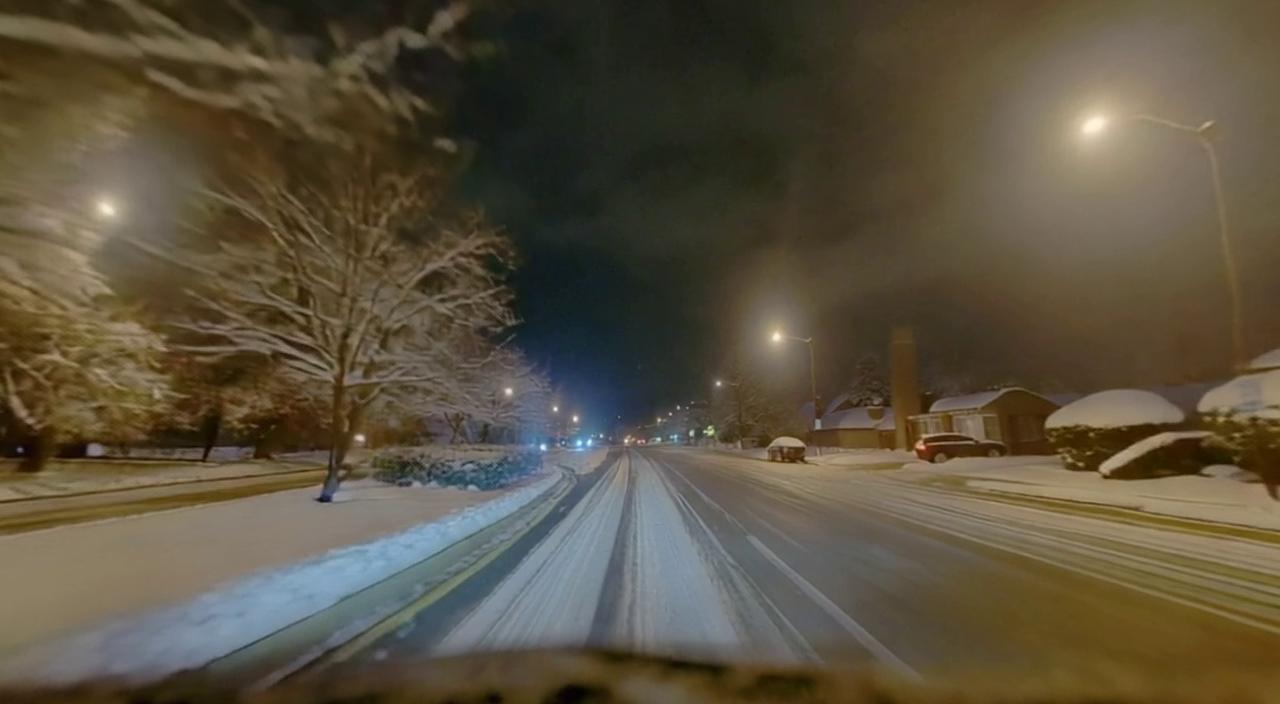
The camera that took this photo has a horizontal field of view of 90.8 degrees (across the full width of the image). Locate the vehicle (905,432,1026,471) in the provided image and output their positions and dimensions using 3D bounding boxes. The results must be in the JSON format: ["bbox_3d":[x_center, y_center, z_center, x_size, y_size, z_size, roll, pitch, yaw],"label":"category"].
[{"bbox_3d":[15.507,4.759,30.324,4.605,1.779,2.135,0,-9,0],"label":"vehicle"}]

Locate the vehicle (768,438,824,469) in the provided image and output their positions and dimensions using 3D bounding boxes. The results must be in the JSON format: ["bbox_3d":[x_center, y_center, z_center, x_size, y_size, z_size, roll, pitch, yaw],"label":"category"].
[{"bbox_3d":[9.410,6.164,38.534,2.096,1.703,4.583,1,-9,-2],"label":"vehicle"}]
